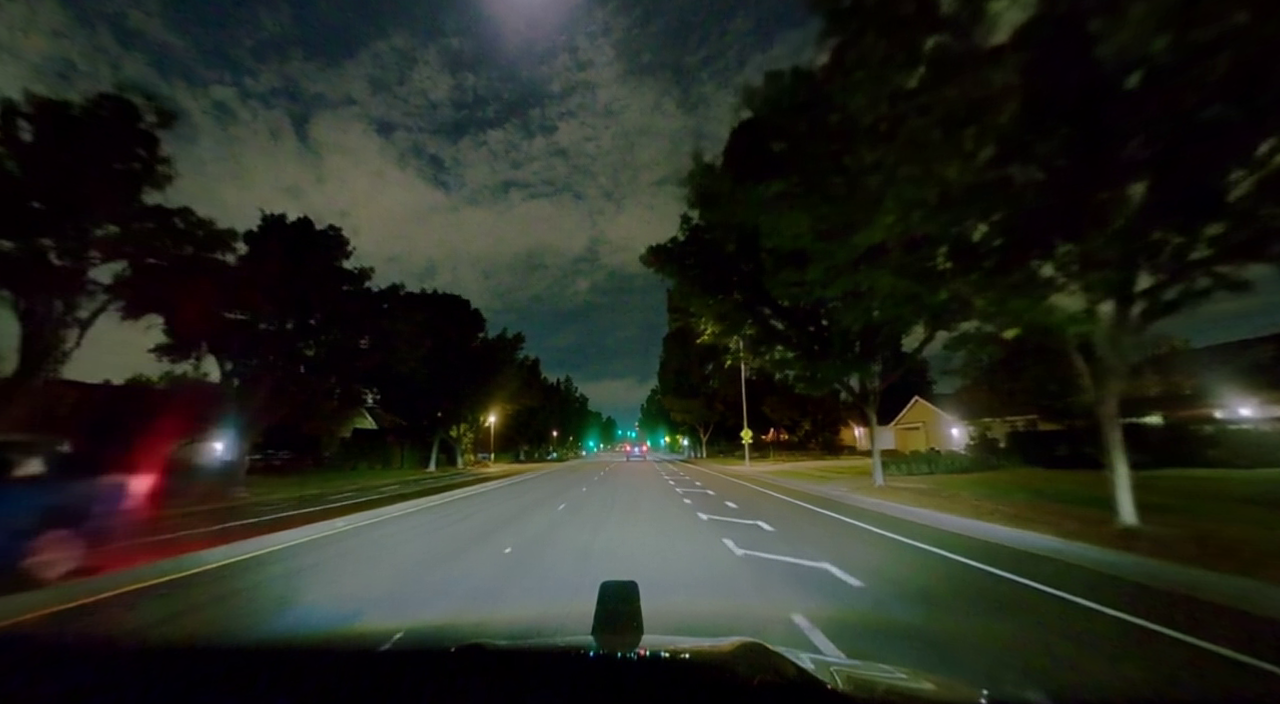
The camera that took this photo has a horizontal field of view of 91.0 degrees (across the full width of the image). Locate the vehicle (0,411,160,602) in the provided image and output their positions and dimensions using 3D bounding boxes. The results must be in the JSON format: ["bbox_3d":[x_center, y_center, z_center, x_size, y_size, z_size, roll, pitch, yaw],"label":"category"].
[{"bbox_3d":[-7.128,1.424,5.687,2.165,1.785,4.222,0,-8,0],"label":"vehicle"}]

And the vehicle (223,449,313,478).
[{"bbox_3d":[-24.450,7.318,41.430,4.605,1.682,2.105,-2,-8,2],"label":"vehicle"}]
